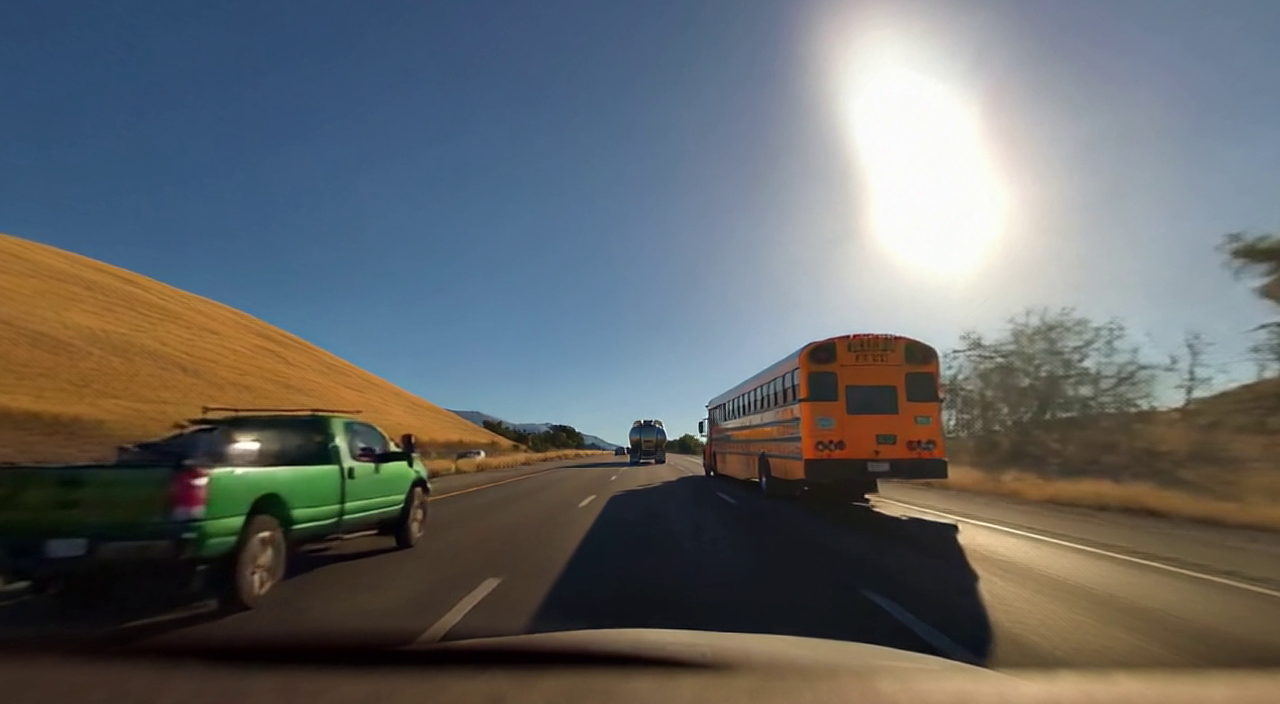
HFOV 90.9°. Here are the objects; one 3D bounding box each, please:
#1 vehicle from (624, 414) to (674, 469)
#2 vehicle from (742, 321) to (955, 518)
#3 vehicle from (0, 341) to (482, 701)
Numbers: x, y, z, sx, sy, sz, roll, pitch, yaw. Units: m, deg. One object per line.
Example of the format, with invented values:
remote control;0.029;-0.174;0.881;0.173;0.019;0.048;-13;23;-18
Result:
vehicle;0.565;6.119;42.955;2.948;3.265;10.569;0;-8;0
vehicle;4.447;1.744;15.361;2.716;3.705;7.018;0;-8;0
vehicle;-3.564;1.318;6.387;2.241;1.927;5.833;0;-8;2
